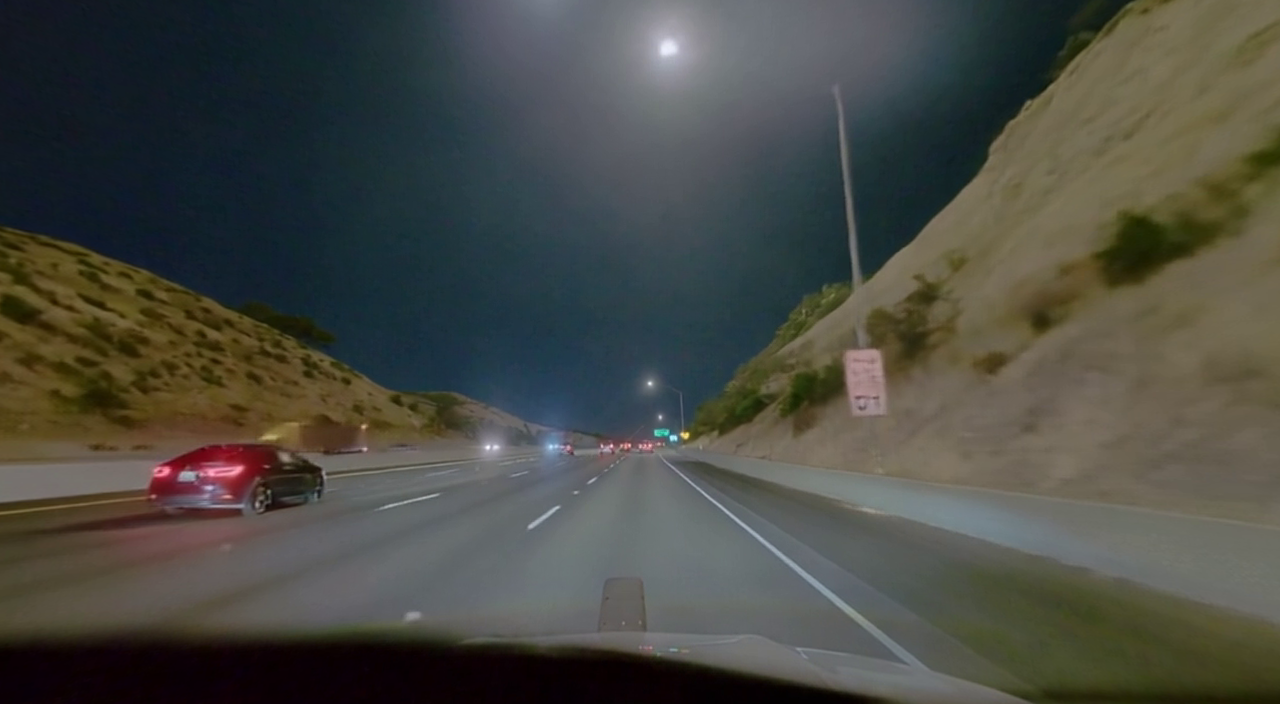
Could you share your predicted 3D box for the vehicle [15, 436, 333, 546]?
[{"bbox_3d":[-7.480,2.230,10.878,1.949,1.465,4.563,0,-8,1],"label":"vehicle"}]
